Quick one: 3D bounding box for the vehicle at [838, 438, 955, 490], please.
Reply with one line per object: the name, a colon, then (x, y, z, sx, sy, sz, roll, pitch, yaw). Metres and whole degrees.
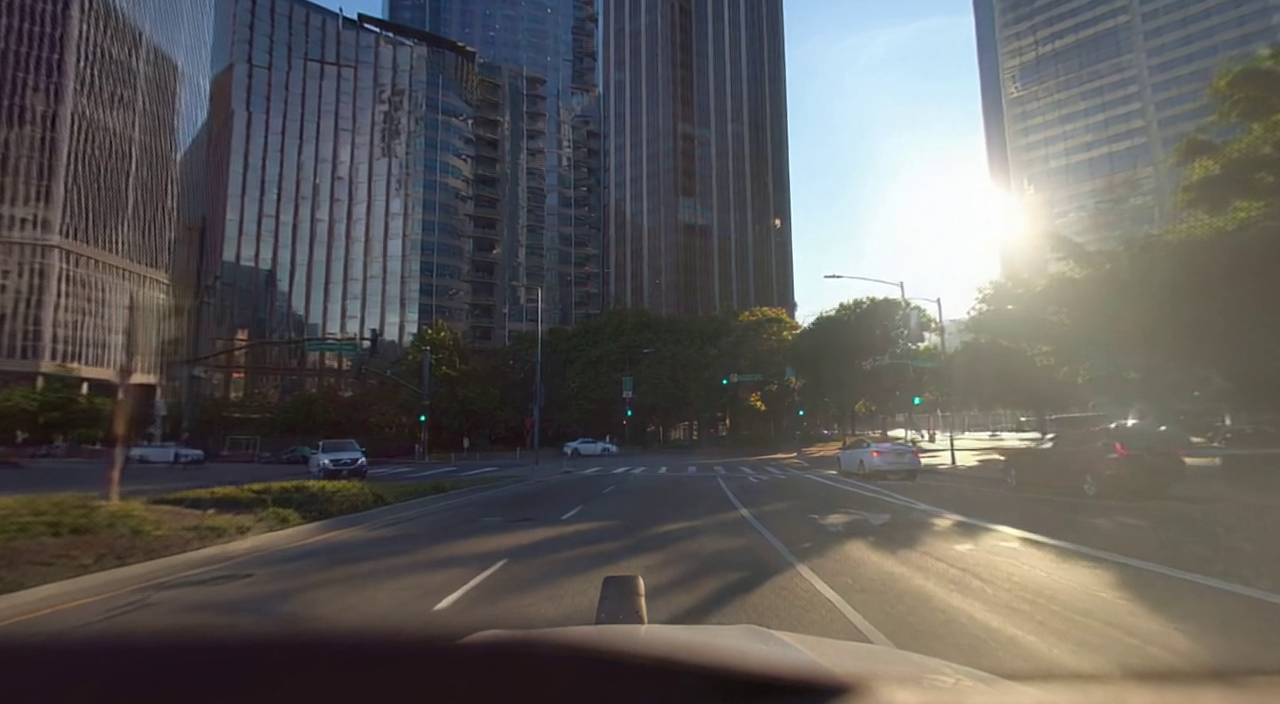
vehicle: (8.175, 3.605, 20.715, 1.936, 1.489, 4.885, -1, -9, 2)

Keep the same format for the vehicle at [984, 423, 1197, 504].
vehicle: (11.529, 2.883, 16.757, 2.027, 1.810, 4.854, 0, -9, 0)

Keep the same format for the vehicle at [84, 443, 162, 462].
vehicle: (-39.990, 7.777, 48.918, 4.379, 1.444, 1.781, 0, -9, -1)

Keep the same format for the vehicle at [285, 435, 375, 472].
vehicle: (-17.173, 5.587, 34.964, 4.779, 1.910, 2.125, -5, -10, 30)

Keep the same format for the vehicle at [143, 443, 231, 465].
vehicle: (-30.634, 6.898, 42.793, 4.503, 1.475, 1.789, 0, -9, 0)

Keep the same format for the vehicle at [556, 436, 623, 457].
vehicle: (-3.690, 6.952, 46.412, 4.762, 1.420, 1.814, 0, -9, 1)

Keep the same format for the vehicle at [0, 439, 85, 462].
vehicle: (-46.094, 7.588, 48.686, 4.651, 1.737, 2.062, 0, -8, 1)
